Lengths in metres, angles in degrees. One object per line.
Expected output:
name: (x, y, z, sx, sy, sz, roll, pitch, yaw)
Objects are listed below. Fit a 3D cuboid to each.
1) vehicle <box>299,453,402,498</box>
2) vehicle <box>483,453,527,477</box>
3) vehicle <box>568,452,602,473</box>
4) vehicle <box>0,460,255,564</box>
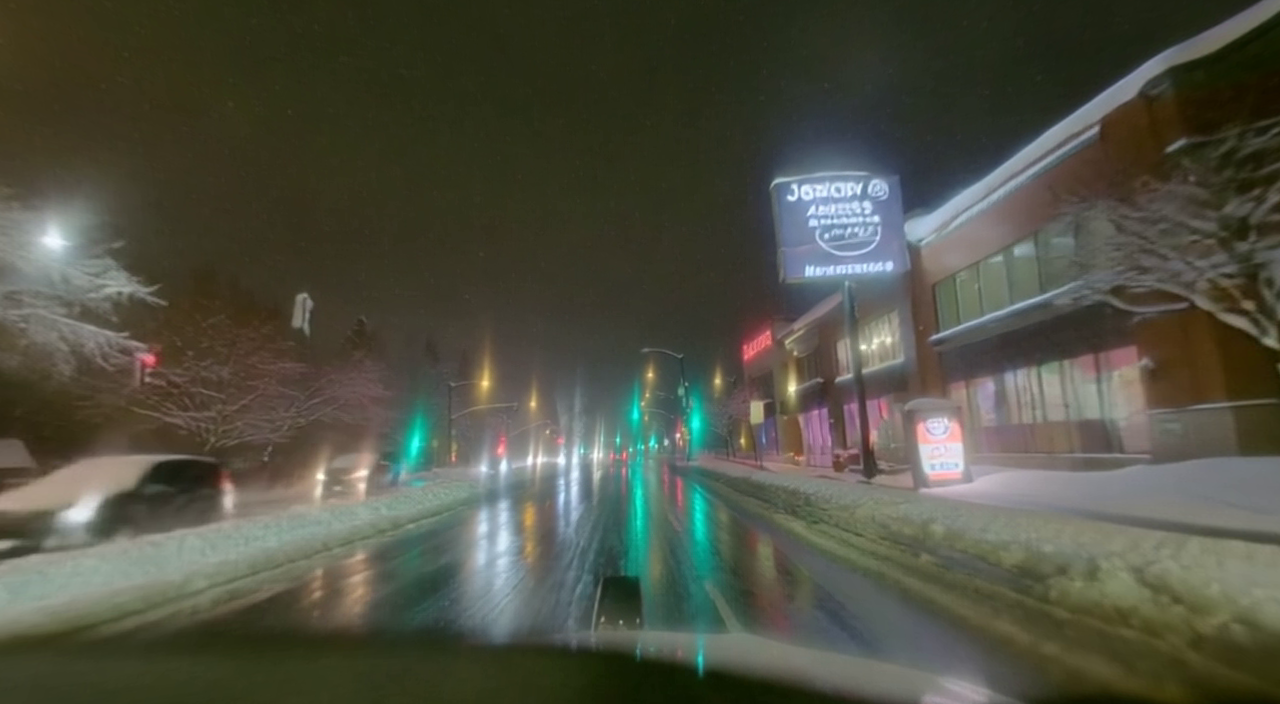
vehicle: (-13.034, 5.551, 28.881, 2.347, 1.857, 4.860, 0, -9, 0)
vehicle: (-9.691, 8.117, 45.637, 1.994, 1.550, 5.009, -1, -9, 1)
vehicle: (-3.897, 7.852, 45.192, 1.962, 1.420, 4.021, -1, -9, 2)
vehicle: (-9.496, 2.768, 11.638, 2.050, 1.457, 4.338, 0, -9, 0)
